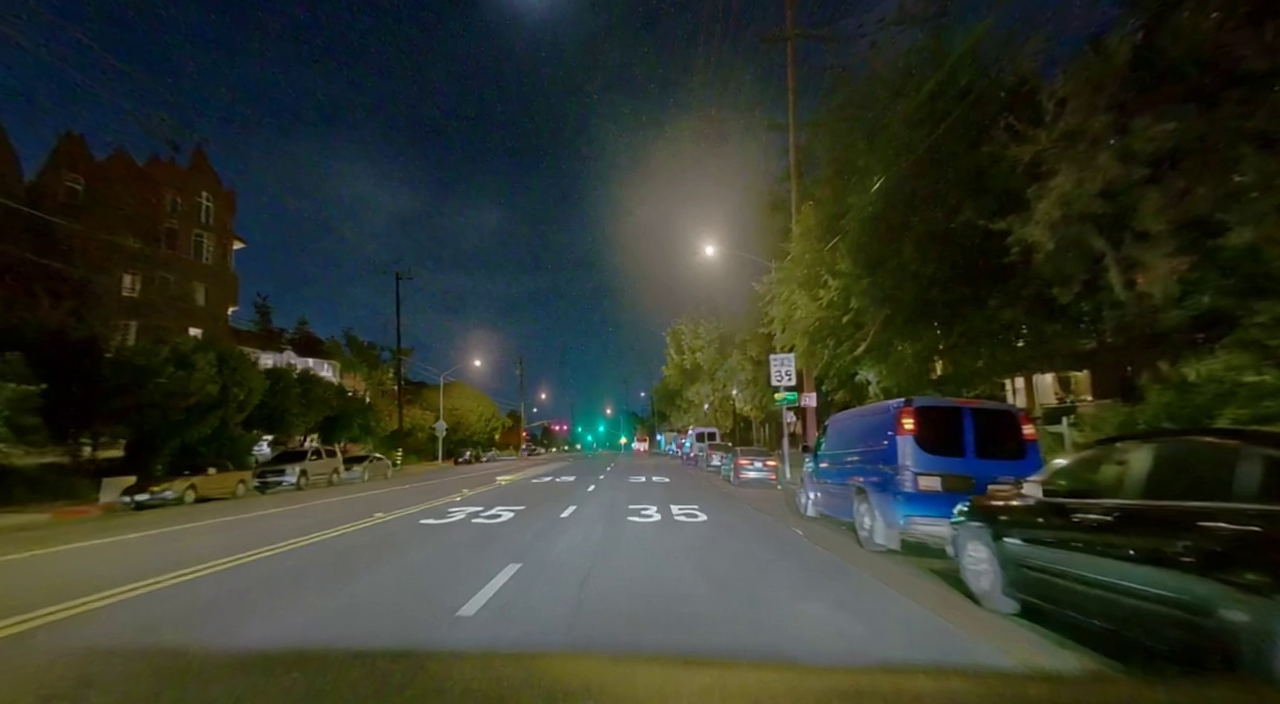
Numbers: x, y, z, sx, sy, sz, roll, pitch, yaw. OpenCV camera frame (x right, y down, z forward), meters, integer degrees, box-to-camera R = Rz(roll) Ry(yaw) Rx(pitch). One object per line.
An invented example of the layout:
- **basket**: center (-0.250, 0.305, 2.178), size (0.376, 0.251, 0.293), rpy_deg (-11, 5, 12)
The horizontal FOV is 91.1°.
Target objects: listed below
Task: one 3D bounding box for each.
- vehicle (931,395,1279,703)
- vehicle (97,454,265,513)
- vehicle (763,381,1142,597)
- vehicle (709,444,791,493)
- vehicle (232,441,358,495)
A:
- **vehicle**: center (3.296, 0.952, 2.381), size (1.916, 1.541, 5.456), rpy_deg (0, -8, 2)
- **vehicle**: center (-13.287, 3.791, 18.583), size (1.774, 1.435, 4.309), rpy_deg (0, -8, -1)
- **vehicle**: center (3.421, 1.668, 8.626), size (2.278, 1.976, 5.589), rpy_deg (0, -8, -1)
- **vehicle**: center (3.482, 3.758, 20.676), size (1.827, 1.422, 4.340), rpy_deg (0, -8, -1)
- **vehicle**: center (-13.083, 4.384, 24.258), size (2.128, 1.854, 4.943), rpy_deg (0, -8, -2)
